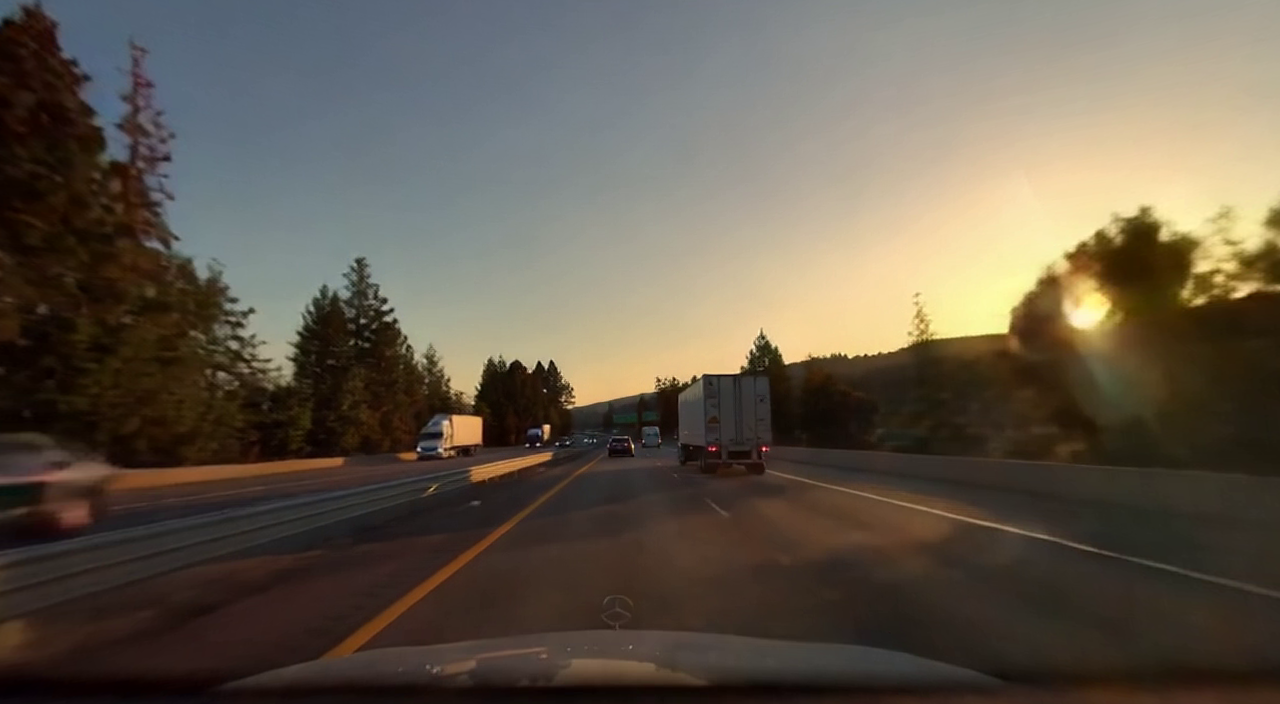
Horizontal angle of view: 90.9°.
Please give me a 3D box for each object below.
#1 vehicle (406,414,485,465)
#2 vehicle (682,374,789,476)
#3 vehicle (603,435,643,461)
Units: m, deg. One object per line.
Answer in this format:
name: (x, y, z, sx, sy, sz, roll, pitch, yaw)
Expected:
vehicle: (-14.382, 6.602, 47.680, 2.961, 3.458, 9.579, 0, -8, 0)
vehicle: (3.595, 3.075, 26.105, 2.921, 3.526, 8.207, 0, -8, -2)
vehicle: (-0.987, 5.733, 37.805, 2.259, 1.466, 3.693, 0, -8, -1)
